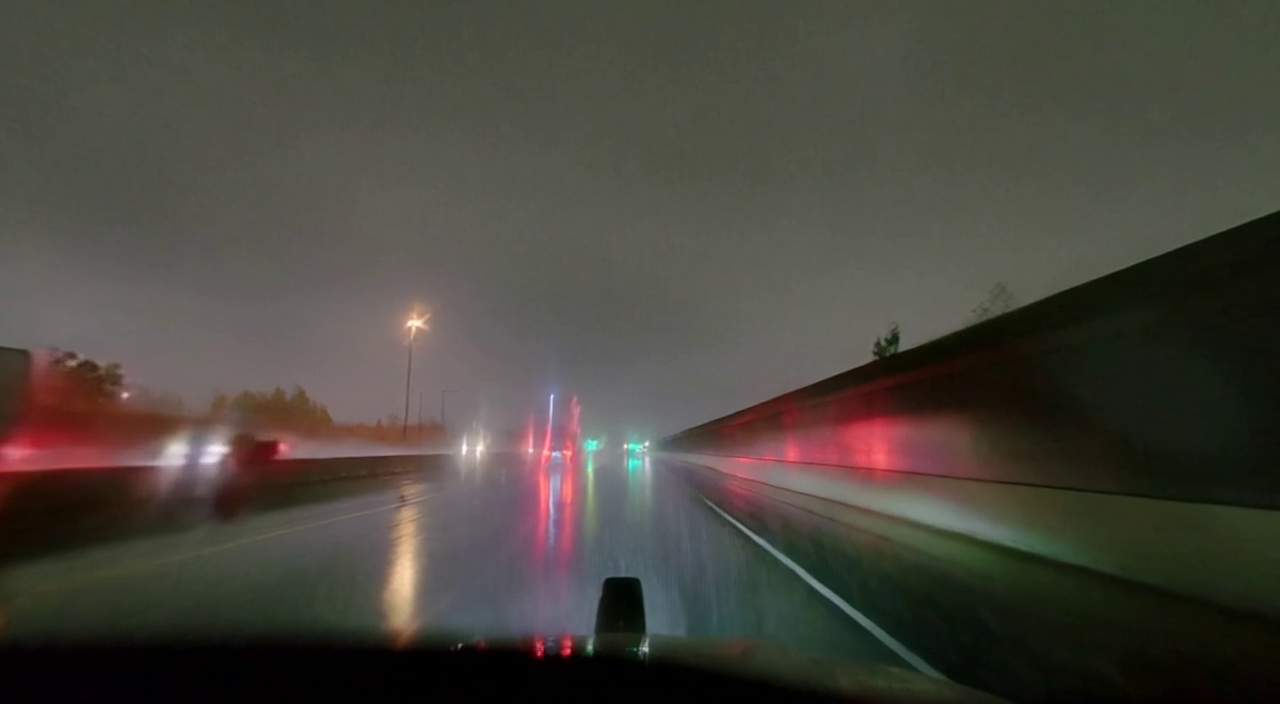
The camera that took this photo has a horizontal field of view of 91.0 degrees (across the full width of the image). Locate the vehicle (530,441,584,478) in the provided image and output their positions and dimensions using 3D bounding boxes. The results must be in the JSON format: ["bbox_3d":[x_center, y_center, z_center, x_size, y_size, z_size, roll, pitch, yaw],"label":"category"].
[{"bbox_3d":[-4.098,5.348,31.644,2.133,1.683,4.340,1,-9,0],"label":"vehicle"}]

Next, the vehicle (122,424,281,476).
[{"bbox_3d":[-17.320,3.951,25.404,2.247,1.825,5.721,1,-9,0],"label":"vehicle"}]
